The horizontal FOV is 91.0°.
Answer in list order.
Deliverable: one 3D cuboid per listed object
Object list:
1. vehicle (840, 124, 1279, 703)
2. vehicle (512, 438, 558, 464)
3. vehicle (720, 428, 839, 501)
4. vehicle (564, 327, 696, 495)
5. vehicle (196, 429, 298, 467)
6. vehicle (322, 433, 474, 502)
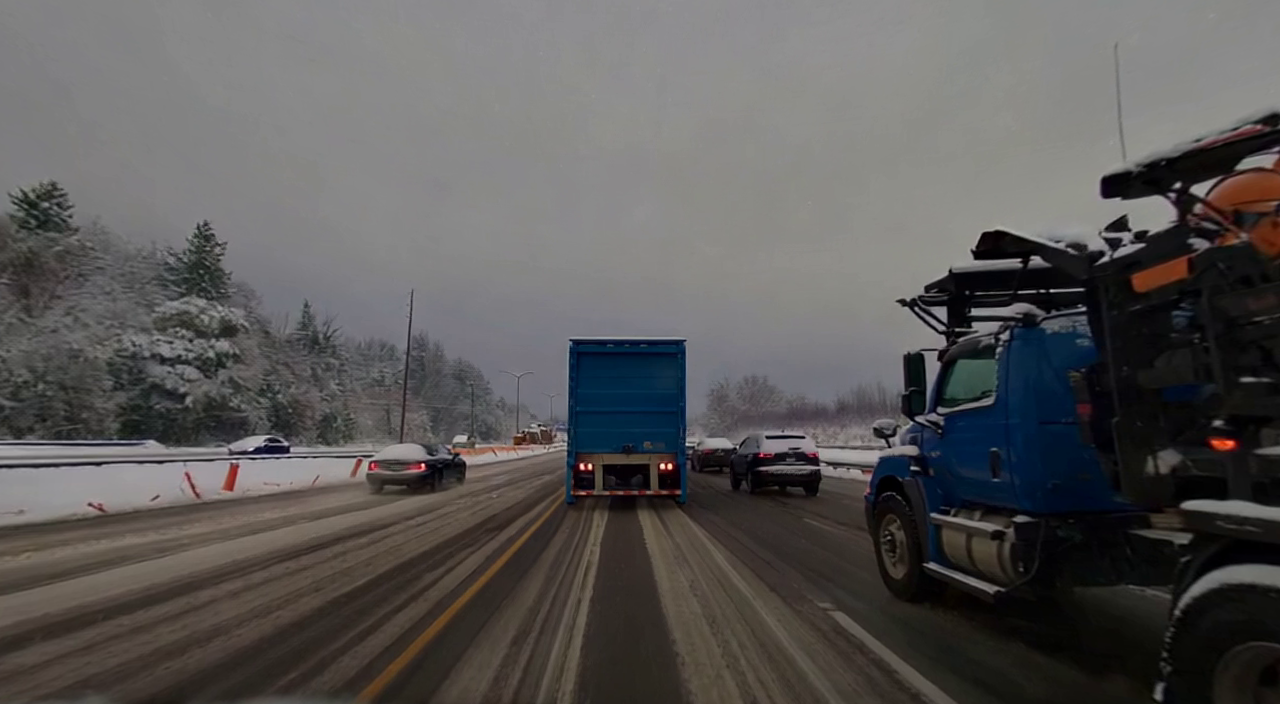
[{"bbox_3d":[3.826,0.426,1.804,2.943,2.634,10.135,1,-9,-2],"label":"vehicle"},{"bbox_3d":[-6.323,6.014,38.332,1.994,1.481,4.660,0,-9,0],"label":"vehicle"},{"bbox_3d":[3.552,2.972,16.966,2.103,1.713,4.173,1,-9,-2],"label":"vehicle"},{"bbox_3d":[-0.421,2.129,19.940,3.067,3.940,10.154,1,-9,-2],"label":"vehicle"},{"bbox_3d":[-22.041,5.391,35.370,4.632,1.852,2.033,0,-8,15],"label":"vehicle"},{"bbox_3d":[-5.872,2.856,16.020,2.014,1.477,4.595,0,-9,1],"label":"vehicle"}]
